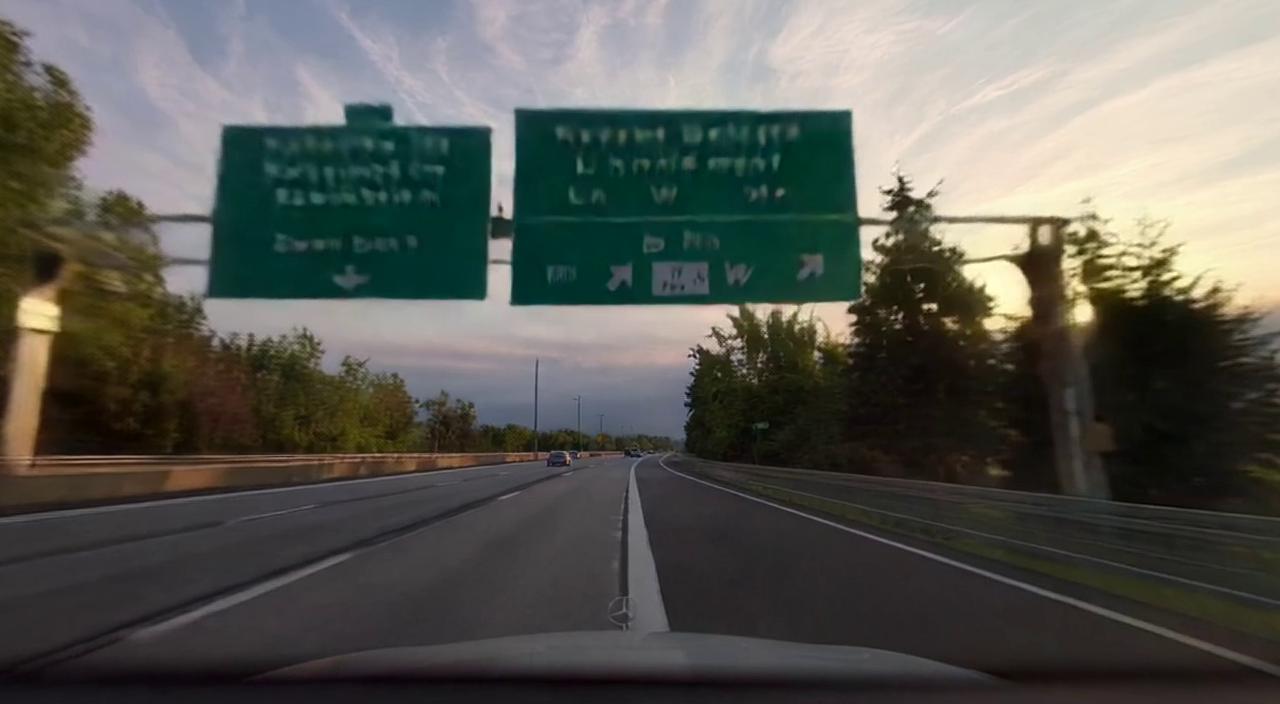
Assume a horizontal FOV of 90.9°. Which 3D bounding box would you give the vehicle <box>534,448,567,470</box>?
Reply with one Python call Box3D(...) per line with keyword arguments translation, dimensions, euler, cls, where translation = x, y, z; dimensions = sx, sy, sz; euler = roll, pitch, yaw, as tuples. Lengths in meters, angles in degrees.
Box3D(translation=(-6.875, 8.264, 48.649), dimensions=(1.875, 1.587, 4.687), euler=(0, -9, 0), cls="vehicle")
